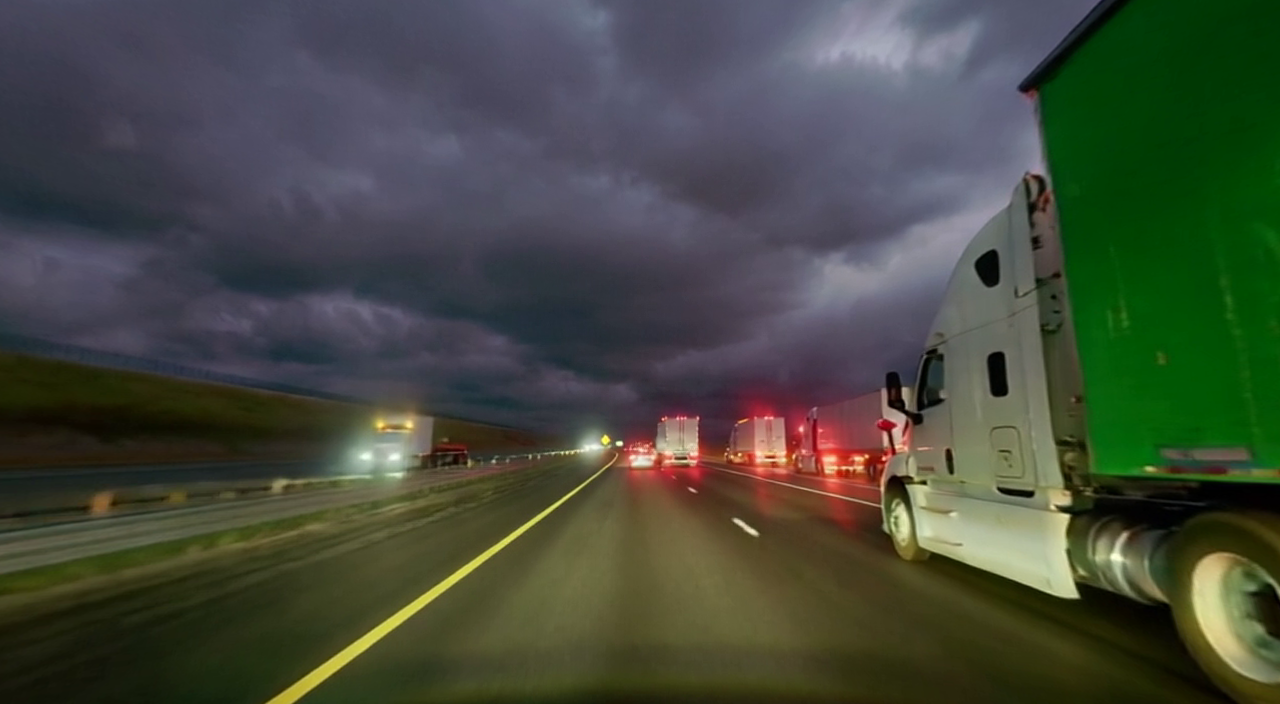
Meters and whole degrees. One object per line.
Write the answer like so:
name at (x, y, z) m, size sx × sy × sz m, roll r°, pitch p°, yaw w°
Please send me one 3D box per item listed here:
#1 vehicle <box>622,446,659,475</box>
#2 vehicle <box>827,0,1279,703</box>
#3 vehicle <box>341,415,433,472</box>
vehicle at (-0.012, 5.885, 34.369) m, size 1.927 × 1.437 × 3.794 m, roll 0°, pitch -9°, yaw -1°
vehicle at (3.662, 0.052, 3.999) m, size 2.990 × 3.934 × 6.180 m, roll 0°, pitch -9°, yaw 0°
vehicle at (-12.720, 4.697, 32.281) m, size 2.278 × 2.621 × 5.863 m, roll 0°, pitch -9°, yaw -1°
